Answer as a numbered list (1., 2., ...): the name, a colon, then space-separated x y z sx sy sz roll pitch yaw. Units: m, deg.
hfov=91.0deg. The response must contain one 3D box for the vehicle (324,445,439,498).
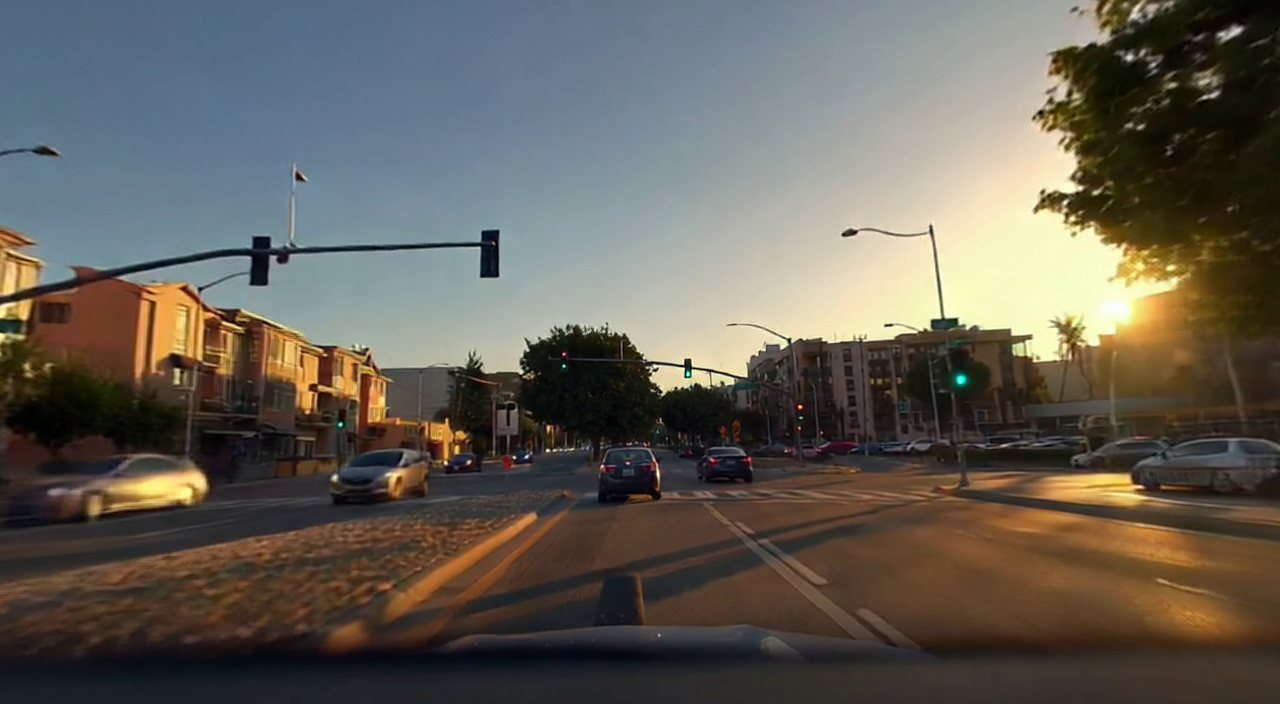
1. vehicle: -8.536 3.962 21.283 1.966 1.571 4.479 0 -9 0

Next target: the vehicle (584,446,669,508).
1. vehicle: -0.340 3.295 17.053 2.010 1.447 4.121 0 -9 0

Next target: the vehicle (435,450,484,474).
1. vehicle: -12.067 7.375 42.401 1.963 1.504 4.640 0 -9 0

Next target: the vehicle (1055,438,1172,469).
1. vehicle: 26.041 5.608 34.753 4.665 1.612 1.937 -1 -9 8

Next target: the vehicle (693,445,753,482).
1. vehicle: 3.586 4.890 27.851 2.023 1.506 3.816 0 -9 -2

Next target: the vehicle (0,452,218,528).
1. vehicle: -12.327 3.131 14.842 1.904 1.475 4.068 0 -9 0
